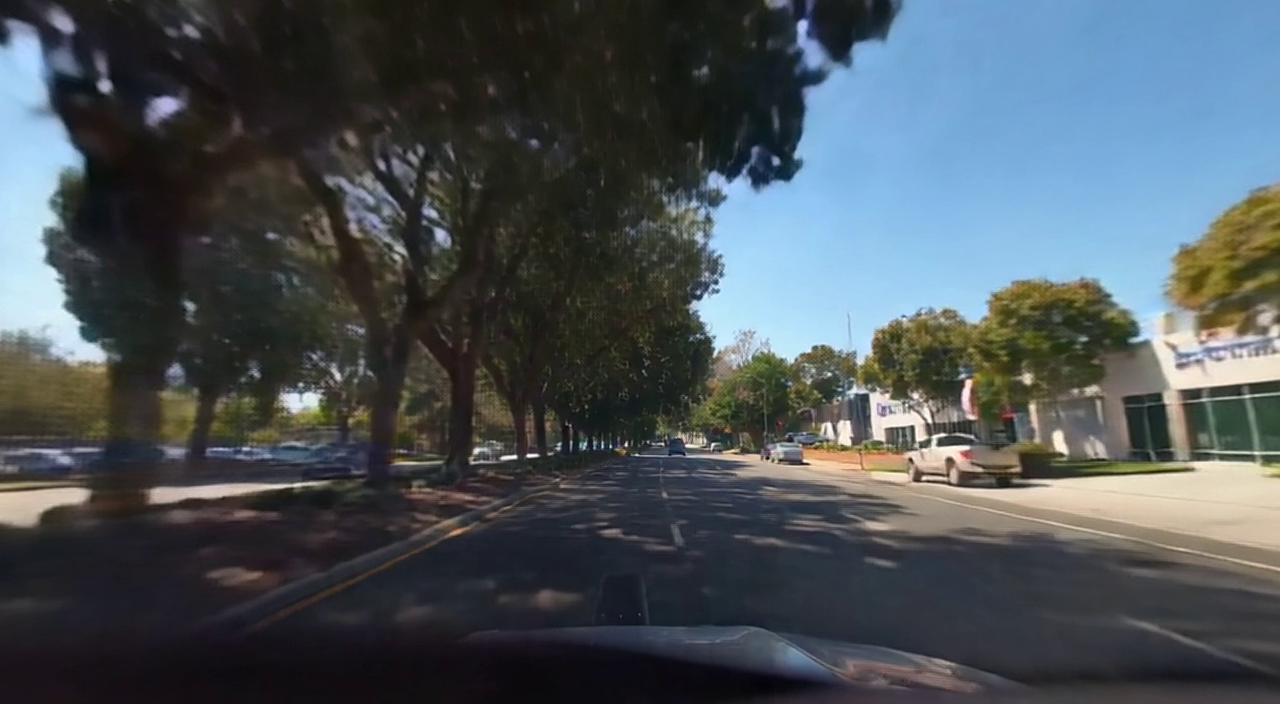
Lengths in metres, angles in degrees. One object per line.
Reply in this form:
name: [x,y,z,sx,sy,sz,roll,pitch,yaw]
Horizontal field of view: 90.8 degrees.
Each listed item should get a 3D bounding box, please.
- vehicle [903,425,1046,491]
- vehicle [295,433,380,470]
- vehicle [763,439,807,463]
vehicle: [11.065,3.551,21.463,2.264,1.958,5.135,-1,-9,4]
vehicle: [-13.551,4.520,28.585,1.802,1.535,4.031,-1,-9,1]
vehicle: [9.420,6.460,41.355,2.022,1.449,4.706,-1,-9,4]
